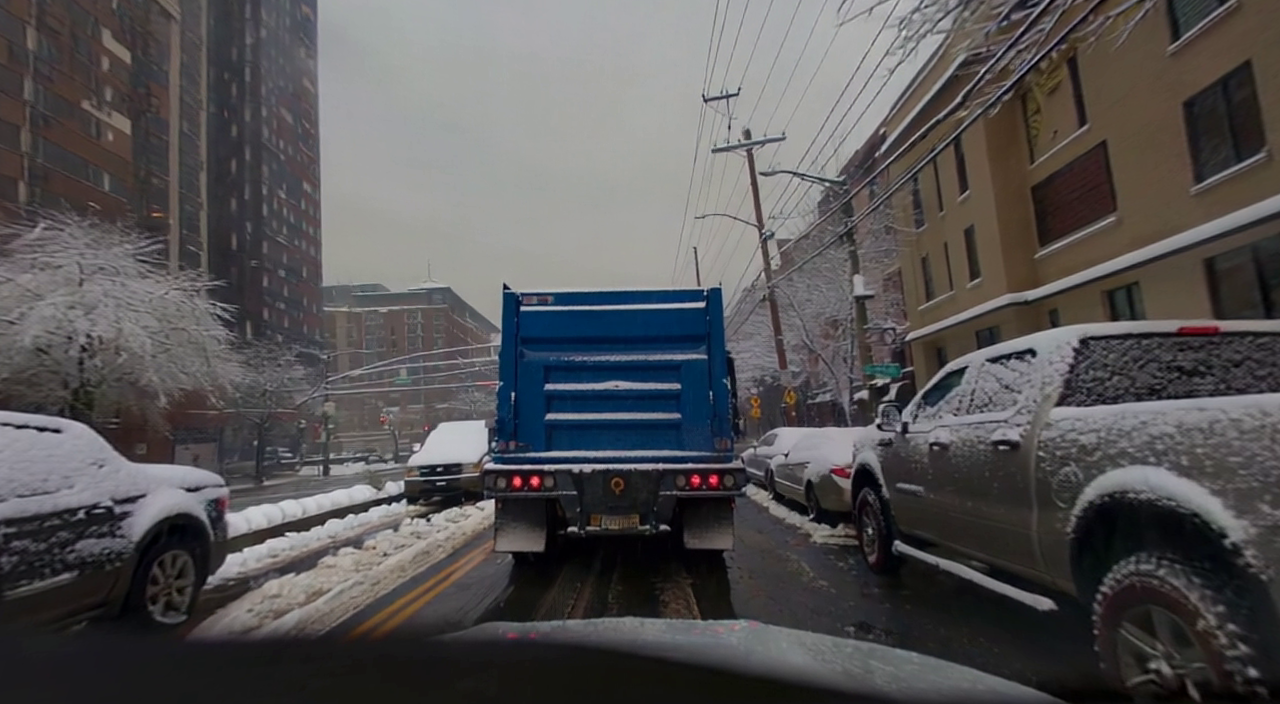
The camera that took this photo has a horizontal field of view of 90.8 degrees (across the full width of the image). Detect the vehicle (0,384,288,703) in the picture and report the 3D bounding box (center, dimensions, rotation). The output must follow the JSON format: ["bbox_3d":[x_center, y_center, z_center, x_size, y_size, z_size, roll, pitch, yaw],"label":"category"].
[{"bbox_3d":[-4.117,1.019,3.248,1.988,1.657,4.492,0,-8,0],"label":"vehicle"}]

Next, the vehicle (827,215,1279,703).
[{"bbox_3d":[3.235,0.886,4.285,2.242,1.979,5.722,0,-8,1],"label":"vehicle"}]

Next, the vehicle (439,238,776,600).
[{"bbox_3d":[-0.248,1.140,9.703,2.878,3.204,8.244,0,-8,0],"label":"vehicle"}]
